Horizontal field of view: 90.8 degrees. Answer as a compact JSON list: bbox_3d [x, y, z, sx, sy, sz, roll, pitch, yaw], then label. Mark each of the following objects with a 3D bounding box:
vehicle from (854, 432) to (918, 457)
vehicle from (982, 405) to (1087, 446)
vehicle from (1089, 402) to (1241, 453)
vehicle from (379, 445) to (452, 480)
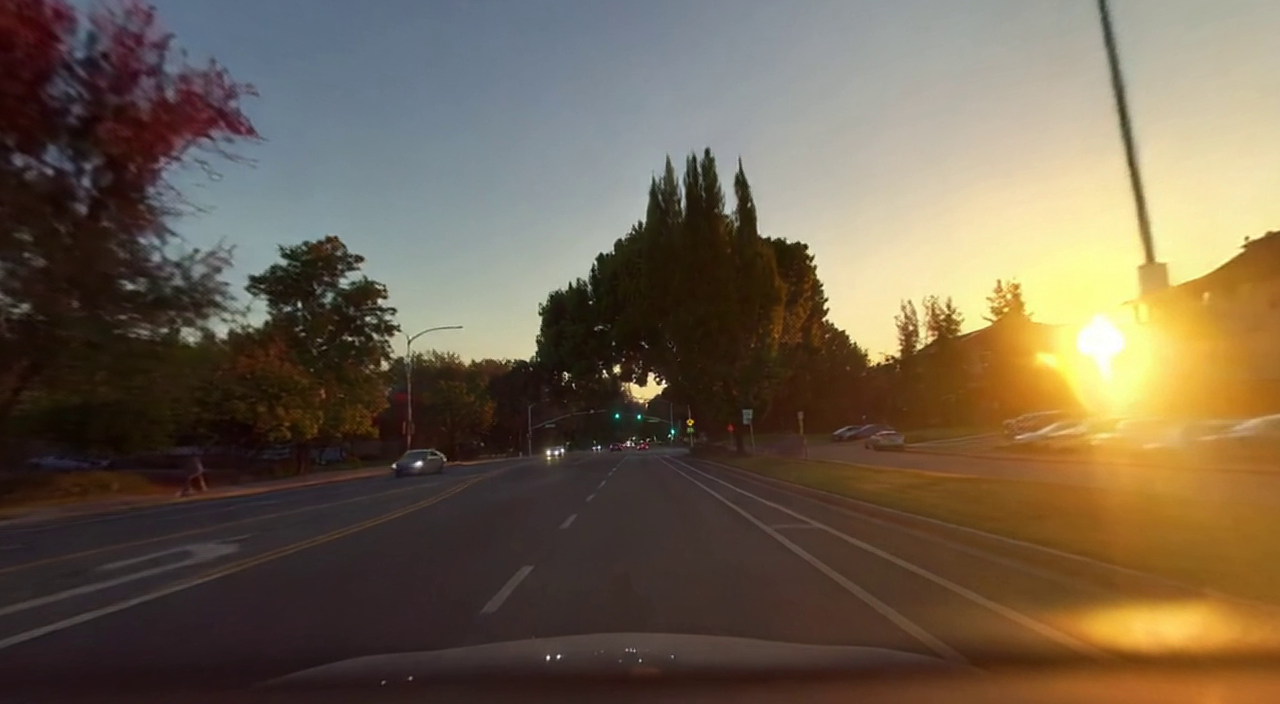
[{"bbox_3d":[15.467,5.847,40.016,1.882,1.446,4.741,0,-8,-4],"label":"vehicle"},{"bbox_3d":[22.649,4.238,36.359,4.512,1.837,2.059,-6,-8,-2],"label":"vehicle"},{"bbox_3d":[22.301,3.242,26.973,4.579,1.710,2.020,-4,-8,-2],"label":"vehicle"},{"bbox_3d":[-11.451,5.645,32.545,1.999,1.618,4.217,-1,-8,3],"label":"vehicle"}]
